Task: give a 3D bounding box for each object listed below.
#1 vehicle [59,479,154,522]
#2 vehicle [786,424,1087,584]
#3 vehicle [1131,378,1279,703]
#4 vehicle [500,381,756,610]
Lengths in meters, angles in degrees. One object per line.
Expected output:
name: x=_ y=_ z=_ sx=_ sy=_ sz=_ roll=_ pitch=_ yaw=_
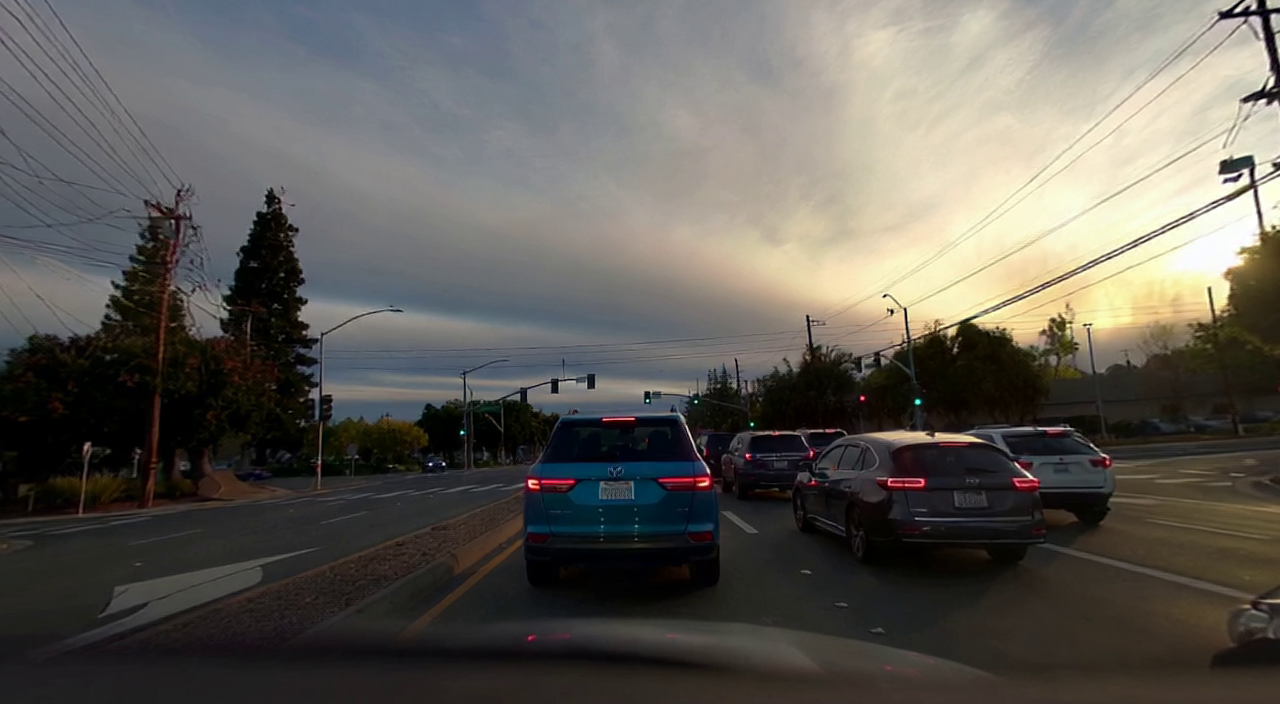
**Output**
vehicle: x=-26.338 y=7.335 z=31.158 sx=4.526 sy=1.715 sz=1.989 roll=-11 pitch=-13 yaw=29
vehicle: x=3.494 y=1.851 z=8.589 sx=1.880 sy=1.579 sz=4.401 roll=0 pitch=-9 yaw=-1
vehicle: x=3.276 y=0.625 z=0.755 sx=1.889 sy=1.517 sz=4.308 roll=0 pitch=-9 yaw=0
vehicle: x=-0.144 y=1.570 z=7.757 sx=2.231 sy=1.998 sz=4.254 roll=0 pitch=-9 yaw=-1
